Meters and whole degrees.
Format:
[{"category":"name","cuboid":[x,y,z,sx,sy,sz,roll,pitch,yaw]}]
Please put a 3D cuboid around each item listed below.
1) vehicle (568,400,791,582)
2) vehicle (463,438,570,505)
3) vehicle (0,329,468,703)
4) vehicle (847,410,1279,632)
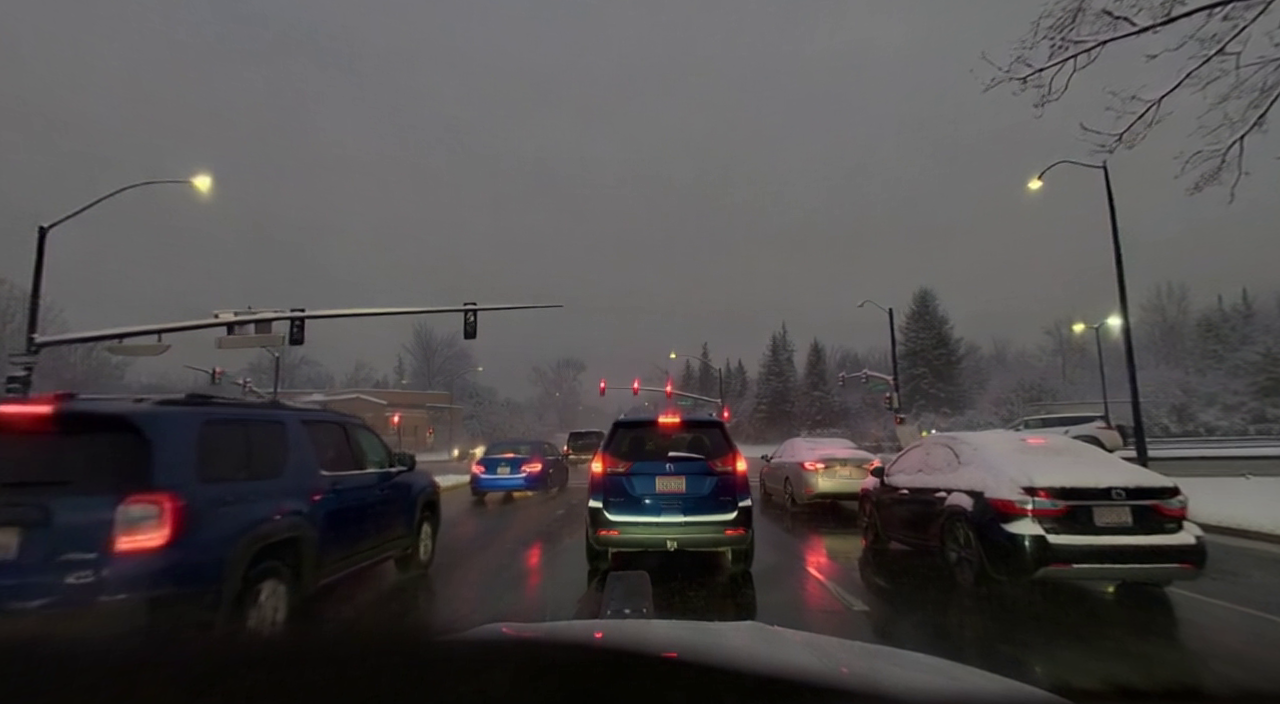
[{"category":"vehicle","cuboid":[0.387,1.679,8.406,2.172,1.764,4.338,0,-8,0]},{"category":"vehicle","cuboid":[-3.044,3.033,16.486,1.876,1.497,4.308,0,-8,0]},{"category":"vehicle","cuboid":[-3.118,1.164,5.060,2.054,1.814,4.941,0,-8,0]},{"category":"vehicle","cuboid":[3.897,1.526,6.654,1.954,1.592,3.992,0,-8,-2]}]
